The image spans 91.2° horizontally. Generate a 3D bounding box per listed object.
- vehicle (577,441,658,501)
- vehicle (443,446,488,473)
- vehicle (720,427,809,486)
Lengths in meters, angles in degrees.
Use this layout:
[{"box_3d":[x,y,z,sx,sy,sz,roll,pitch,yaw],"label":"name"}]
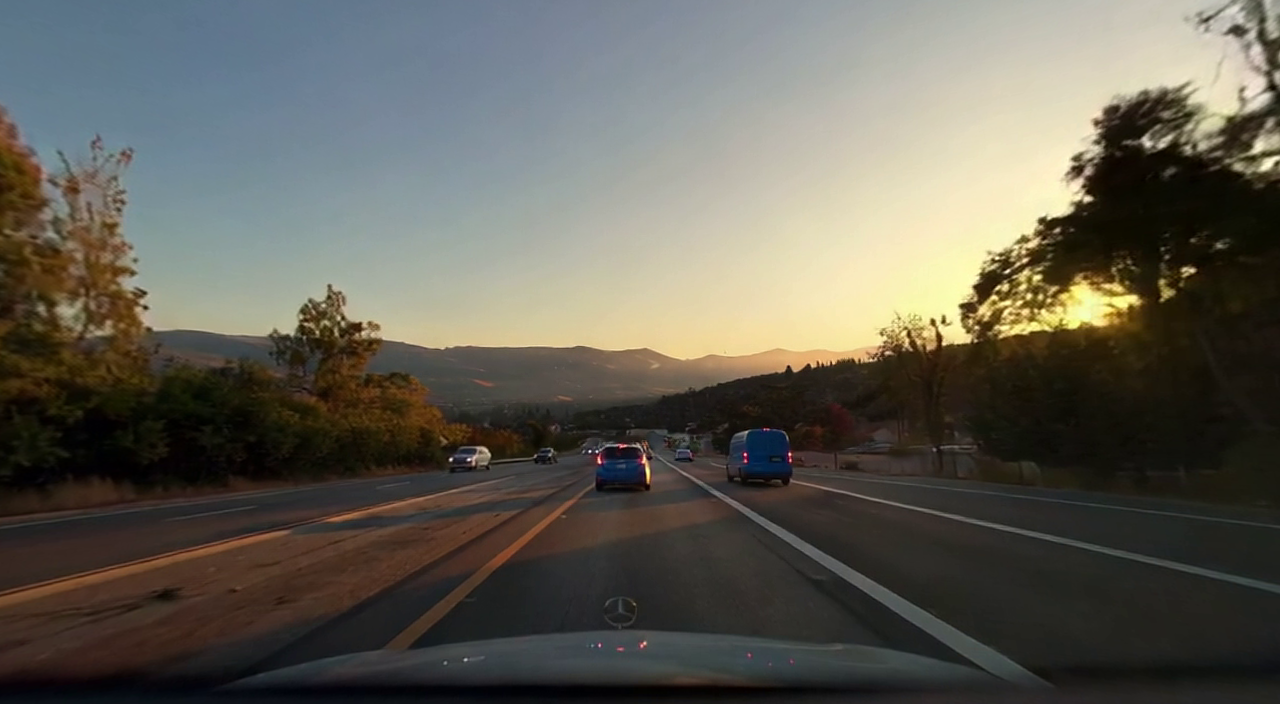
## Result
[{"box_3d":[-0.572,3.278,17.671,2.029,1.483,3.769,0,-9,0],"label":"vehicle"},{"box_3d":[-12.563,7.775,45.493,1.979,1.807,4.353,0,-9,0],"label":"vehicle"},{"box_3d":[4.509,3.892,23.567,2.261,1.952,4.784,0,-9,-1],"label":"vehicle"}]
